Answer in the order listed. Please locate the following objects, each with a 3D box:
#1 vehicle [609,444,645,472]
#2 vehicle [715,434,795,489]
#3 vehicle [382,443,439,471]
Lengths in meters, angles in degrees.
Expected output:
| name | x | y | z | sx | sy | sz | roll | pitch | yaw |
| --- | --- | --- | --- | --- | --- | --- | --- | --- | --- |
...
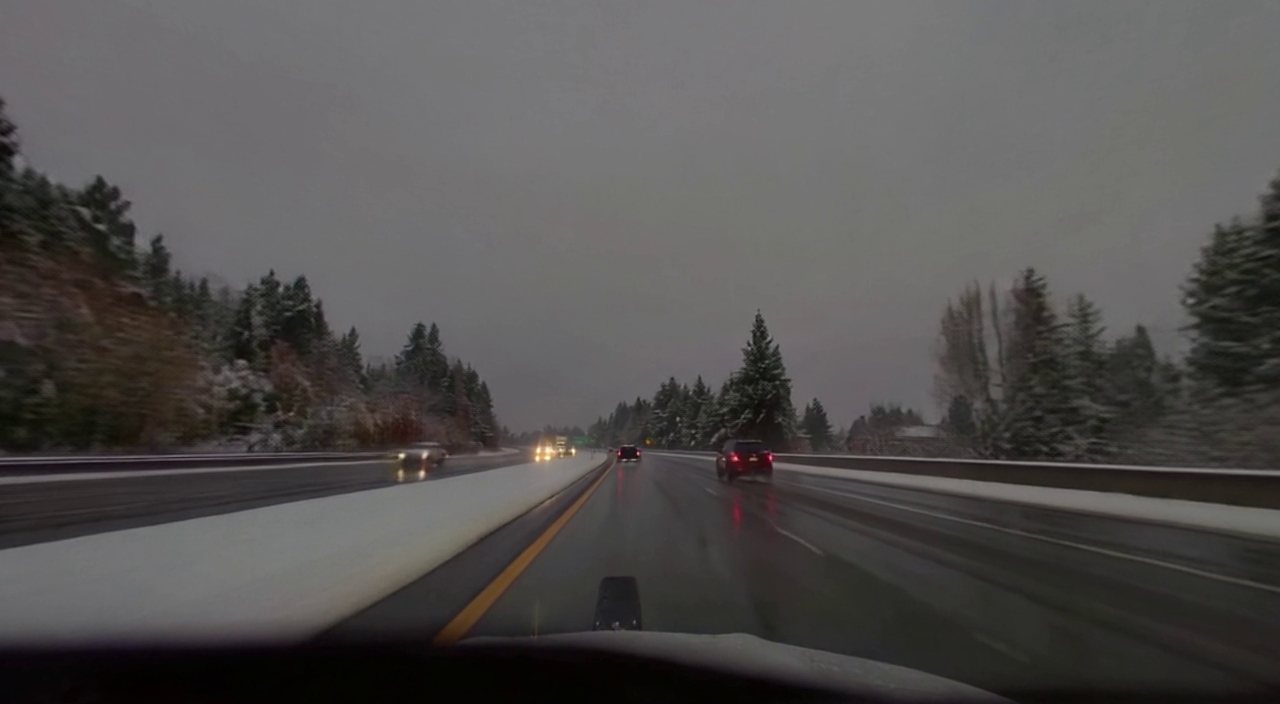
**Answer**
| name | x | y | z | sx | sy | sz | roll | pitch | yaw |
| --- | --- | --- | --- | --- | --- | --- | --- | --- | --- |
| vehicle | -0.823 | 6.756 | 40.064 | 2.151 | 1.693 | 4.201 | 0 | -9 | -1 |
| vehicle | 3.927 | 3.834 | 22.168 | 1.982 | 1.745 | 4.151 | 0 | -9 | -1 |
| vehicle | -13.056 | 5.990 | 35.823 | 1.842 | 1.486 | 3.745 | 0 | -9 | 0 |
